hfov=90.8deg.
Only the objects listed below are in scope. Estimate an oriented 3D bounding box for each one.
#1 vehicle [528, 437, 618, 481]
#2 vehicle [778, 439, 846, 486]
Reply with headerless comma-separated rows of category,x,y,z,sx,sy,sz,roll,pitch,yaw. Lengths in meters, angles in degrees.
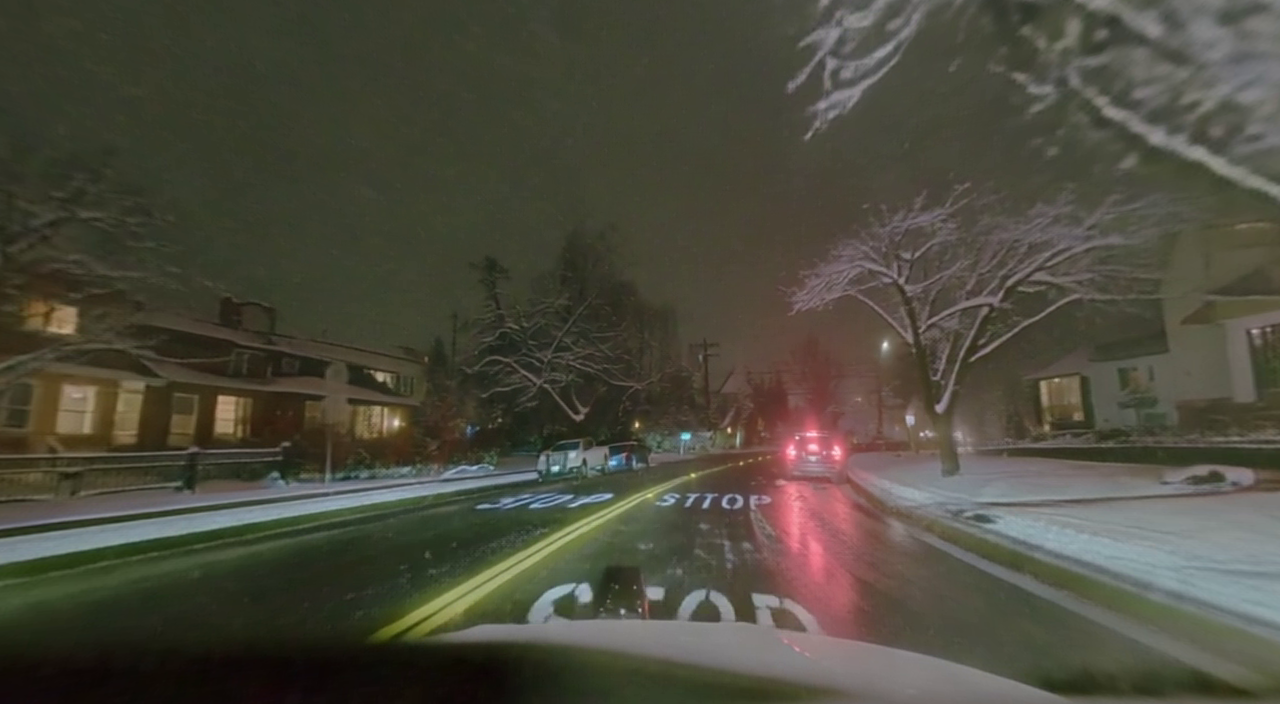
vehicle,-2.737,4.559,27.174,2.030,1.696,4.828,-3,-9,18
vehicle,6.177,3.902,22.739,2.045,1.478,4.914,-3,-9,15
